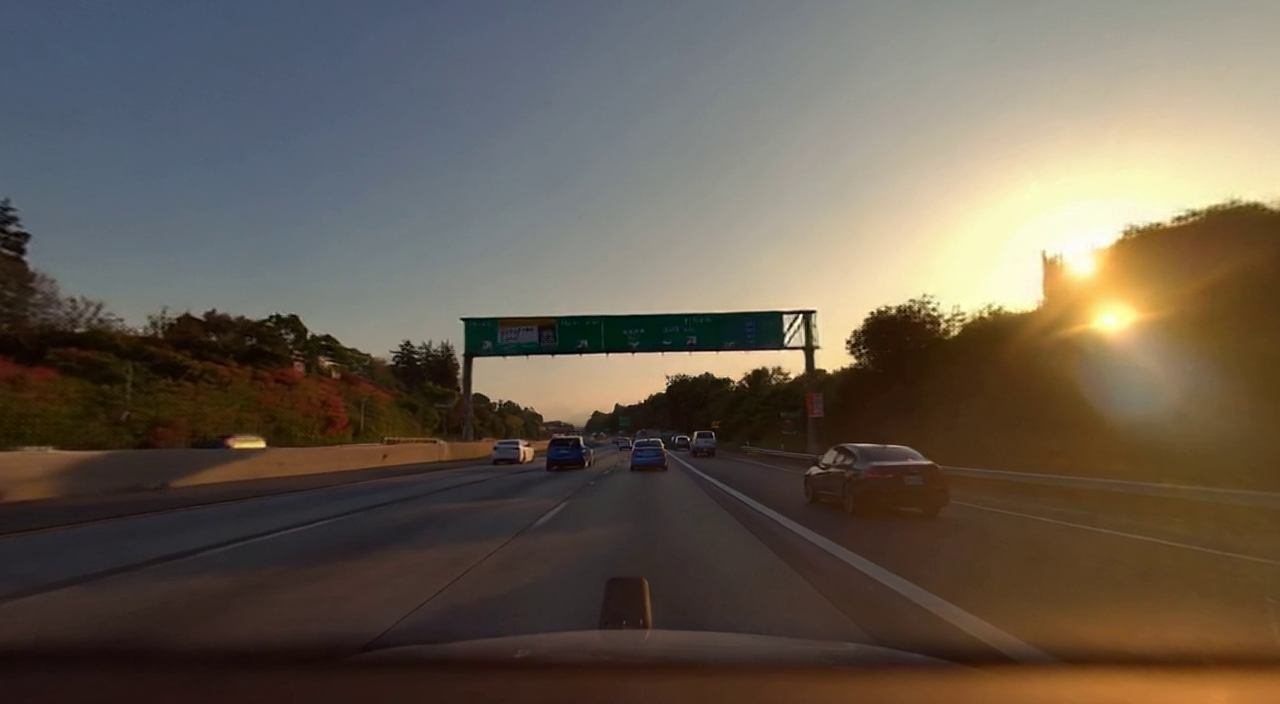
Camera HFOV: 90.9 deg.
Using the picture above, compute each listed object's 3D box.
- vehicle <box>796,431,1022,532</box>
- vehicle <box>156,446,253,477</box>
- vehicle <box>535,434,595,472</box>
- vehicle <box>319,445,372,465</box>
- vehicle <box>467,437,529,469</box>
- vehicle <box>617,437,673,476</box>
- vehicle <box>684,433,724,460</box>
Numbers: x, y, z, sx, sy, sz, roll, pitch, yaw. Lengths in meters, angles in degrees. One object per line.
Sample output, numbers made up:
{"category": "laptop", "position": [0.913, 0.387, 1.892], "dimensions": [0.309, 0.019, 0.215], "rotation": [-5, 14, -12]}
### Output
{"category": "vehicle", "position": [4.450, 2.197, 11.373], "dimensions": [2.030, 1.442, 4.358], "rotation": [0, -8, -2]}
{"category": "vehicle", "position": [-21.723, 5.437, 31.666], "dimensions": [1.865, 1.443, 4.156], "rotation": [0, -8, 0]}
{"category": "vehicle", "position": [-3.309, 4.580, 28.813], "dimensions": [1.927, 1.586, 5.142], "rotation": [0, -8, 2]}
{"category": "vehicle", "position": [-21.417, 7.477, 45.978], "dimensions": [1.830, 1.432, 4.076], "rotation": [0, -8, 1]}
{"category": "vehicle", "position": [-7.029, 5.051, 31.690], "dimensions": [1.932, 1.497, 4.458], "rotation": [0, -8, 1]}
{"category": "vehicle", "position": [0.196, 4.266, 26.006], "dimensions": [2.113, 1.464, 4.073], "rotation": [0, -8, 1]}
{"category": "vehicle", "position": [4.459, 6.623, 44.442], "dimensions": [2.261, 1.781, 4.709], "rotation": [0, -8, 0]}
